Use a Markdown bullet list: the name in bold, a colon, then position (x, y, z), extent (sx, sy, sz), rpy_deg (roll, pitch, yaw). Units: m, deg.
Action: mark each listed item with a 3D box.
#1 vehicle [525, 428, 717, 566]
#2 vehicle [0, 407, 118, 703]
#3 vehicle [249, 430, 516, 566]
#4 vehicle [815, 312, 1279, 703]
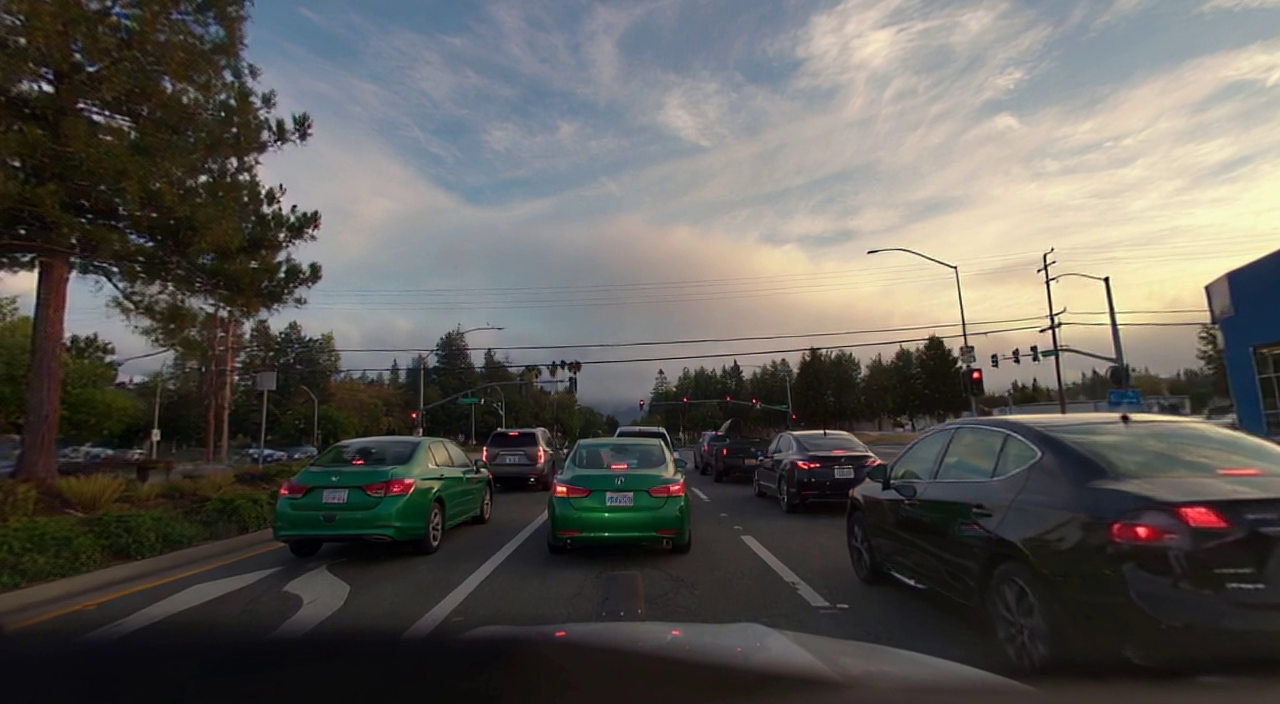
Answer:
- **vehicle**: position (-0.206, 1.836, 8.720), extent (2.041, 1.450, 3.847), rpy_deg (0, -8, 0)
- **vehicle**: position (-3.364, 0.670, 0.544), extent (1.863, 1.448, 4.697), rpy_deg (0, -8, -1)
- **vehicle**: position (-3.204, 1.888, 8.951), extent (1.917, 1.441, 4.128), rpy_deg (-1, -8, 2)
- **vehicle**: position (3.000, 1.057, 4.246), extent (2.196, 1.676, 4.865), rpy_deg (0, -8, -1)
